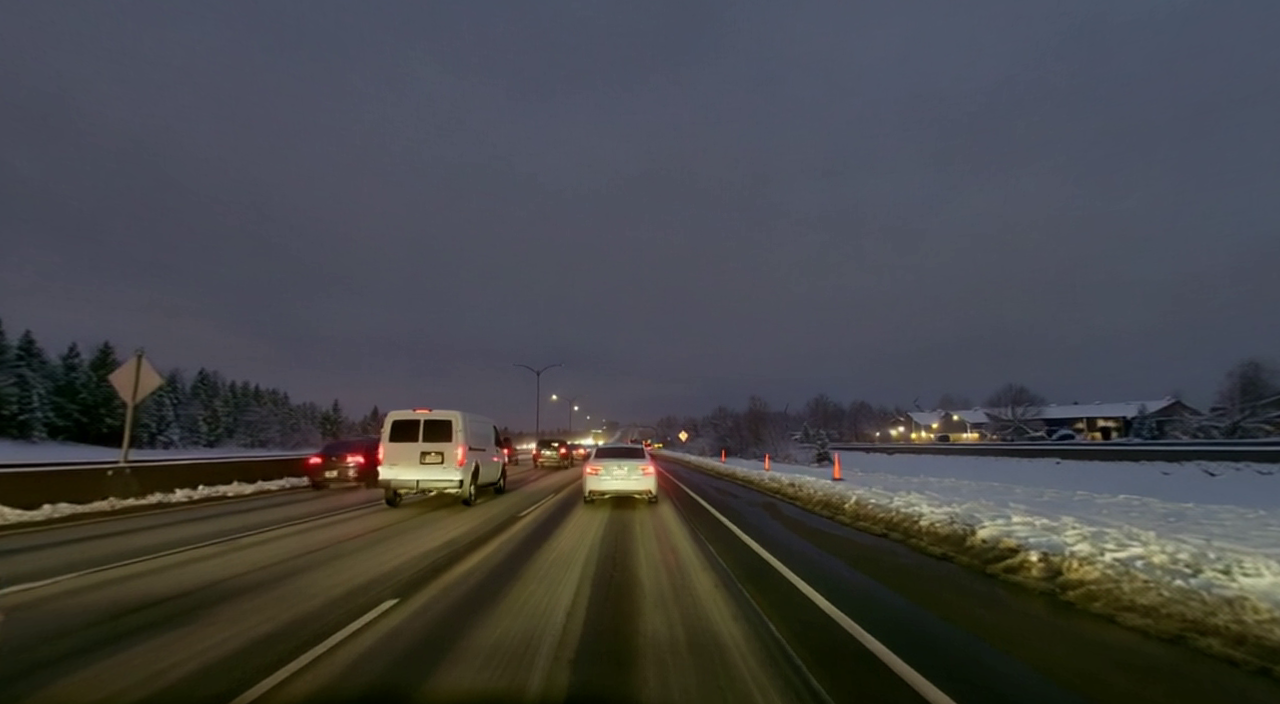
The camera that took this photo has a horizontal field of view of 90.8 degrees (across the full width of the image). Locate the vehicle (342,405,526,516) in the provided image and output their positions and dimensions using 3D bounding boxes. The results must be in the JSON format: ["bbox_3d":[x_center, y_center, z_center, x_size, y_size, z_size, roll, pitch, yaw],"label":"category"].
[{"bbox_3d":[-4.286,2.410,14.501,2.324,2.012,5.740,0,-9,-1],"label":"vehicle"}]

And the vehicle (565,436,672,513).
[{"bbox_3d":[-0.442,2.674,14.279,2.069,1.484,3.918,0,-9,-1],"label":"vehicle"}]

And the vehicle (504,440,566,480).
[{"bbox_3d":[-4.149,4.316,25.553,1.824,1.459,4.007,0,-9,0],"label":"vehicle"}]
